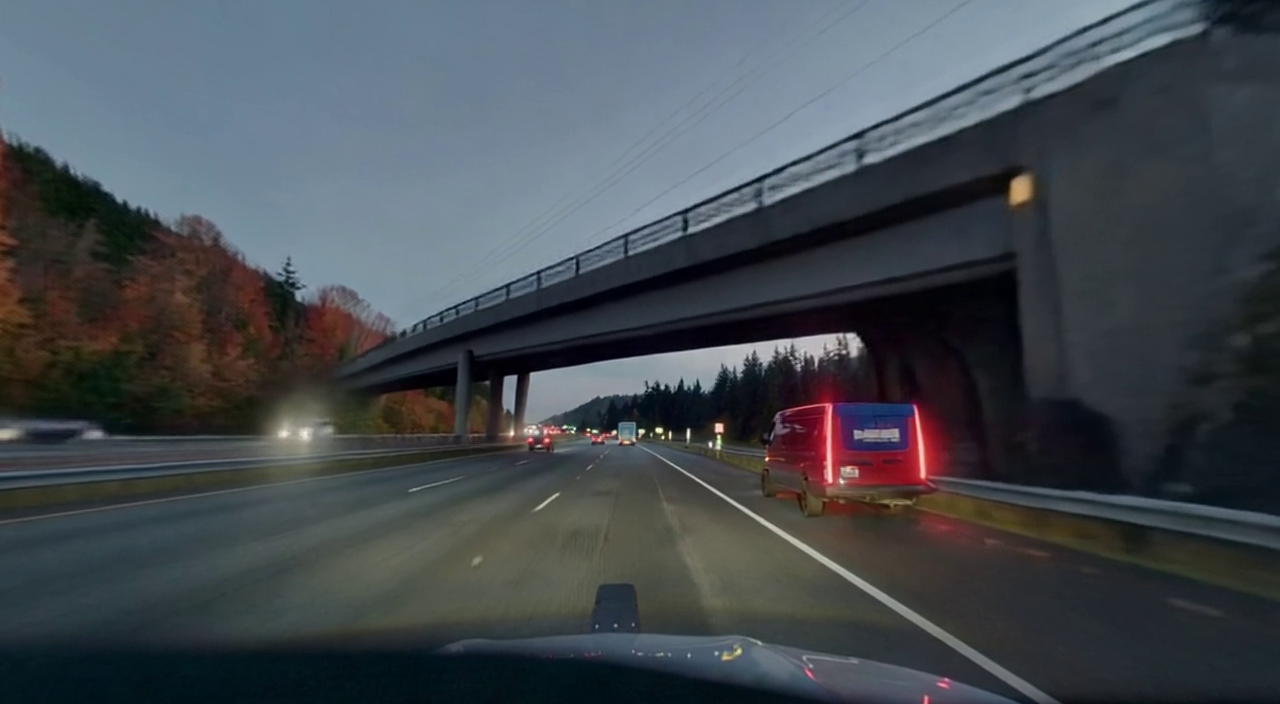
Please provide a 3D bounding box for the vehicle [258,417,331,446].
[{"bbox_3d":[-21.076,4.887,38.564,2.071,1.706,4.159,0,-8,0],"label":"vehicle"}]

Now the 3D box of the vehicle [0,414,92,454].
[{"bbox_3d":[-24.689,3.281,25.130,1.905,1.494,4.019,0,-8,-1],"label":"vehicle"}]
